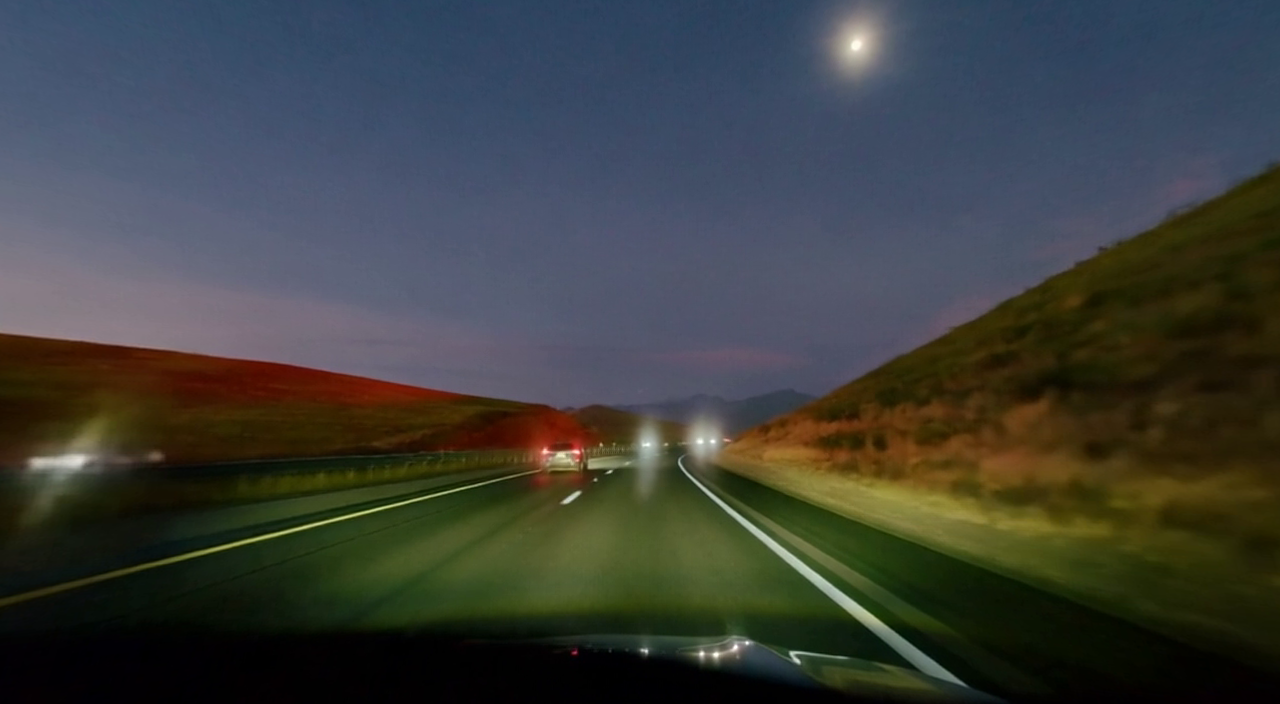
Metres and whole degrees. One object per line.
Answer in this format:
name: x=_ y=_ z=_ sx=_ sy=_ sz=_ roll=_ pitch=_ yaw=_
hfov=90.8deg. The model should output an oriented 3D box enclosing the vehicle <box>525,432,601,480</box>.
vehicle: x=-2.923 y=4.107 z=25.203 sx=2.252 sy=1.743 sz=4.560 roll=-1 pitch=-8 yaw=3
